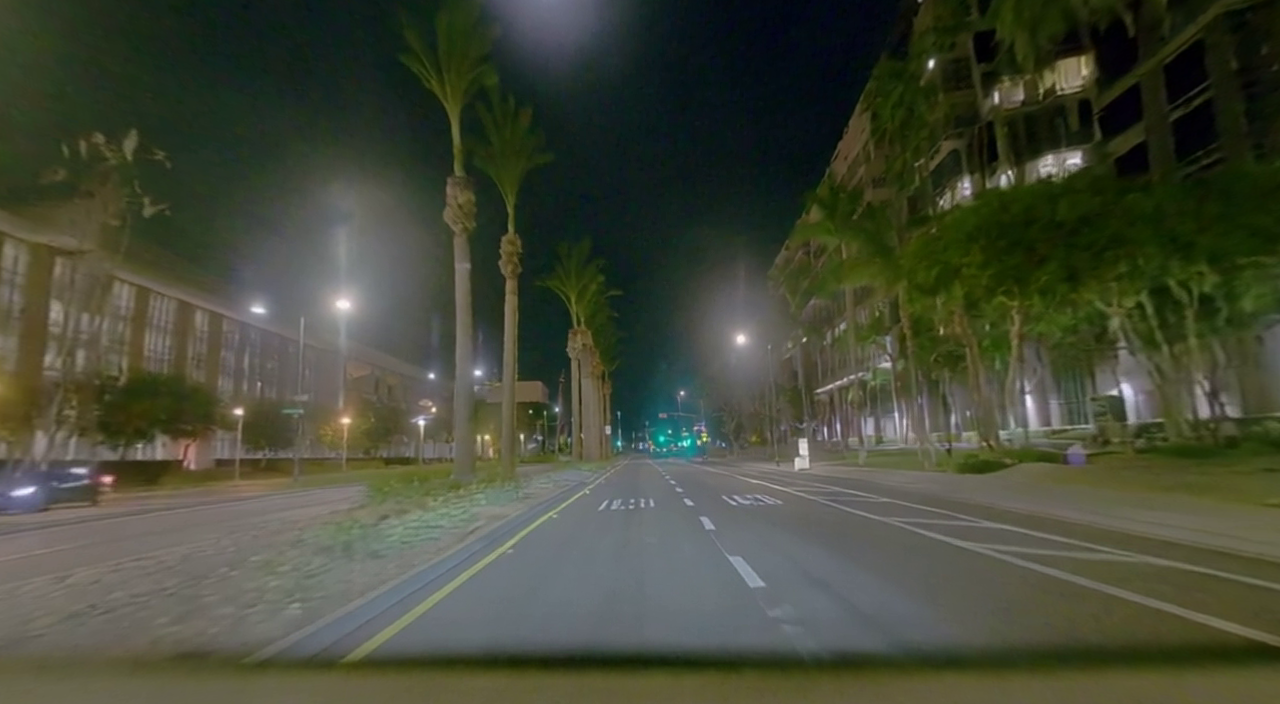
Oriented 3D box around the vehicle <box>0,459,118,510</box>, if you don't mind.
[{"bbox_3d":[-22.373,4.897,23.682,1.809,1.591,4.245,0,-8,0],"label":"vehicle"}]
